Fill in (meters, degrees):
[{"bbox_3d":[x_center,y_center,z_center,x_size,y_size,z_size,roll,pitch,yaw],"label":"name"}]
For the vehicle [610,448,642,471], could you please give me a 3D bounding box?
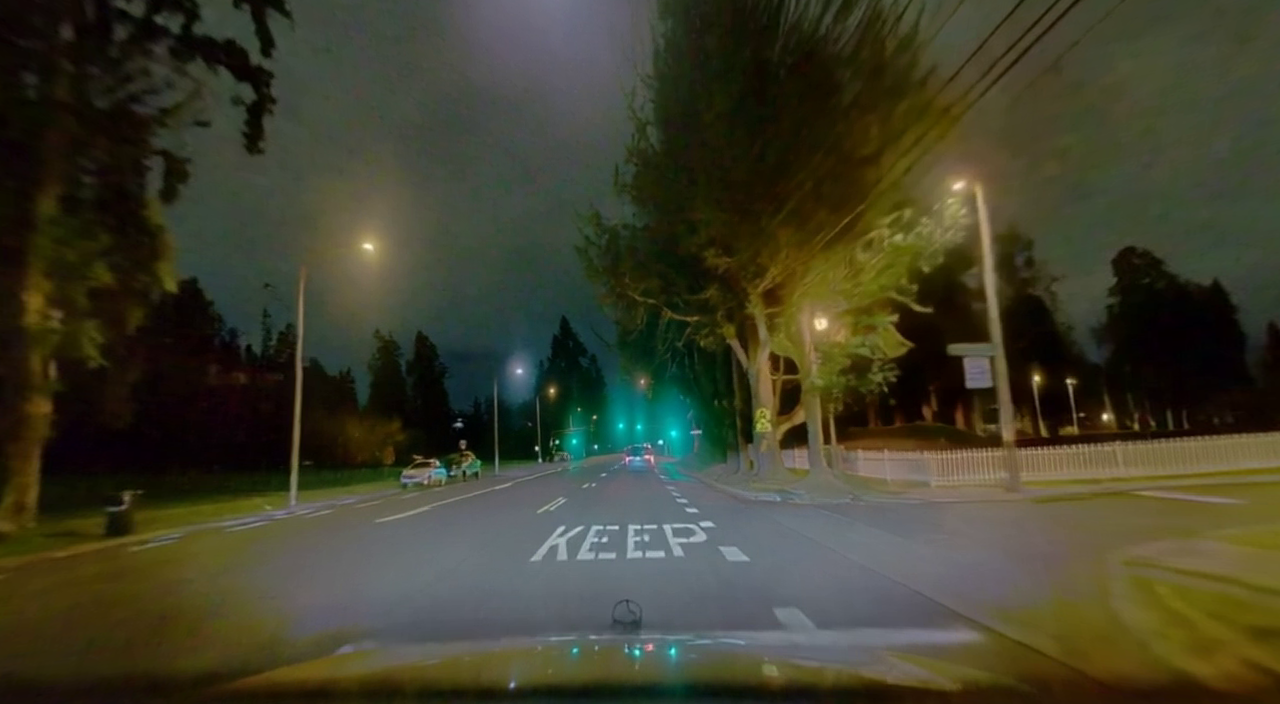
[{"bbox_3d":[-1.017,7.500,44.230,2.104,1.500,3.815,0,-9,-2],"label":"vehicle"}]
